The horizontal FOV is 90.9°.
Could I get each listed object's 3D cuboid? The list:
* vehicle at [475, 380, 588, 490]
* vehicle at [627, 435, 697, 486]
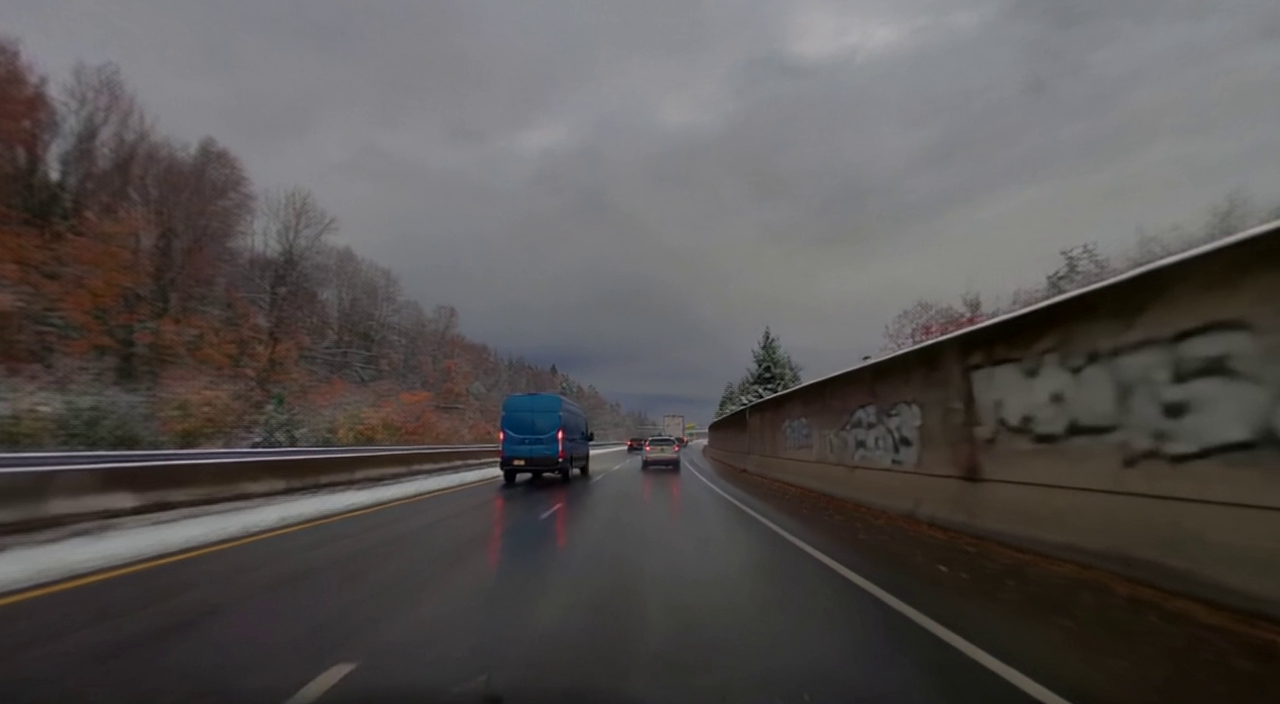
[{"bbox_3d":[-2.930,2.451,18.458,2.334,2.769,5.087,0,-8,0],"label":"vehicle"},{"bbox_3d":[0.691,3.499,20.654,2.071,1.487,3.948,0,-8,1],"label":"vehicle"}]
